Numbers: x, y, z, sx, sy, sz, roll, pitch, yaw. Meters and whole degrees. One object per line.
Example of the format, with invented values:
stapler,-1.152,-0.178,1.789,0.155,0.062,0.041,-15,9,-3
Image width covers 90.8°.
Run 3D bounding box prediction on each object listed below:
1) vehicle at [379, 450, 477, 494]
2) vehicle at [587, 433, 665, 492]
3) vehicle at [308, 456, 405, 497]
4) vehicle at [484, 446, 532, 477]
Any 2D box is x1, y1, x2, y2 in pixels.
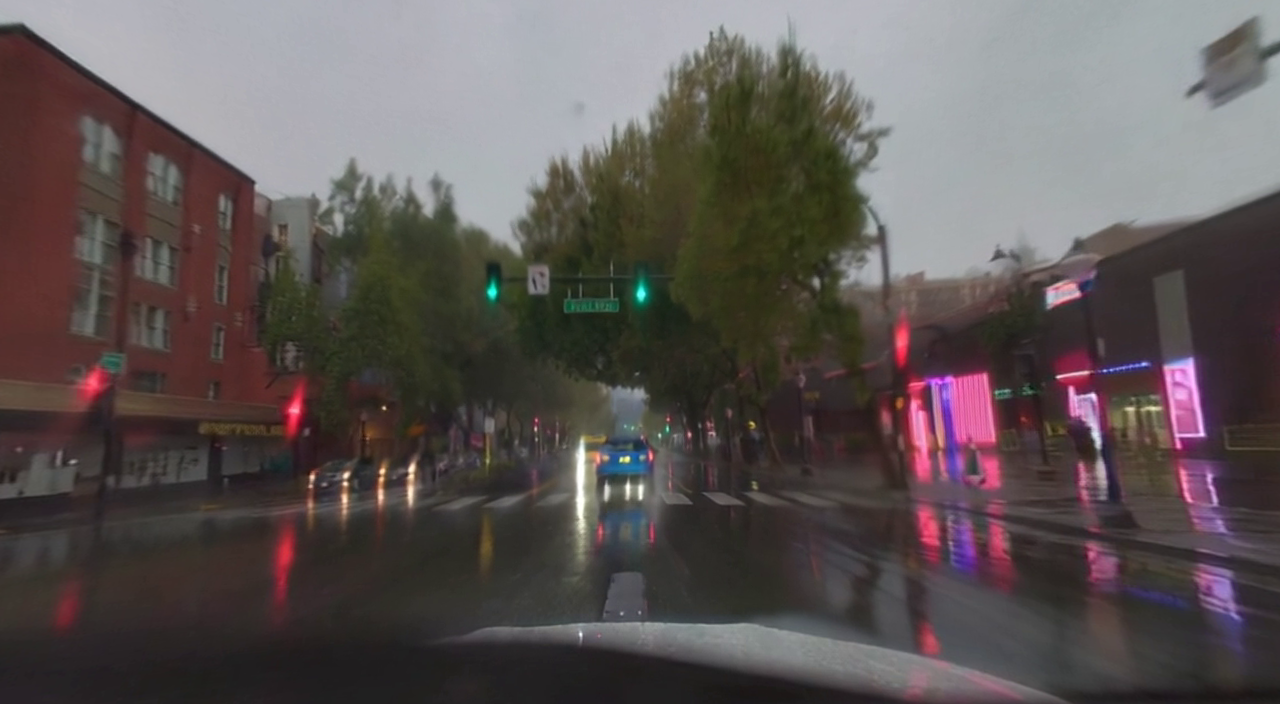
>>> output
vehicle,-8.125,4.608,24.748,2.152,1.468,4.737,0,-8,1
vehicle,-0.438,3.742,21.833,2.382,1.796,4.610,0,-8,0
vehicle,-11.572,5.093,26.202,1.972,1.475,4.381,0,-8,0
vehicle,-8.123,6.722,39.123,2.109,1.628,4.108,-4,-9,-1
